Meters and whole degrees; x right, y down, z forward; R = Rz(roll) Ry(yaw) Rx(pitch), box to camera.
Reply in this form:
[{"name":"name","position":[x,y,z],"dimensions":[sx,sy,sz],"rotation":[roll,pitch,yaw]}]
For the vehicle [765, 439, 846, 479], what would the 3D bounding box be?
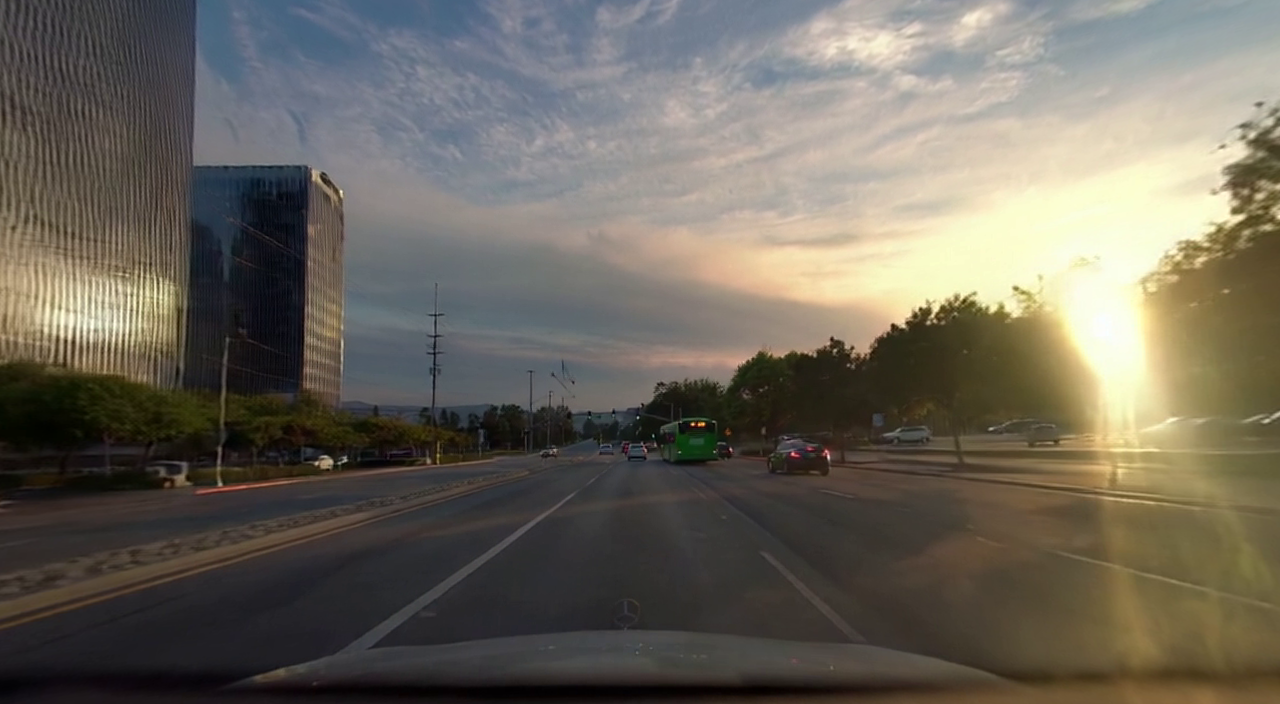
[{"name":"vehicle","position":[6.648,4.351,25.904],"dimensions":[1.992,1.447,4.414],"rotation":[0,-9,-2]}]
